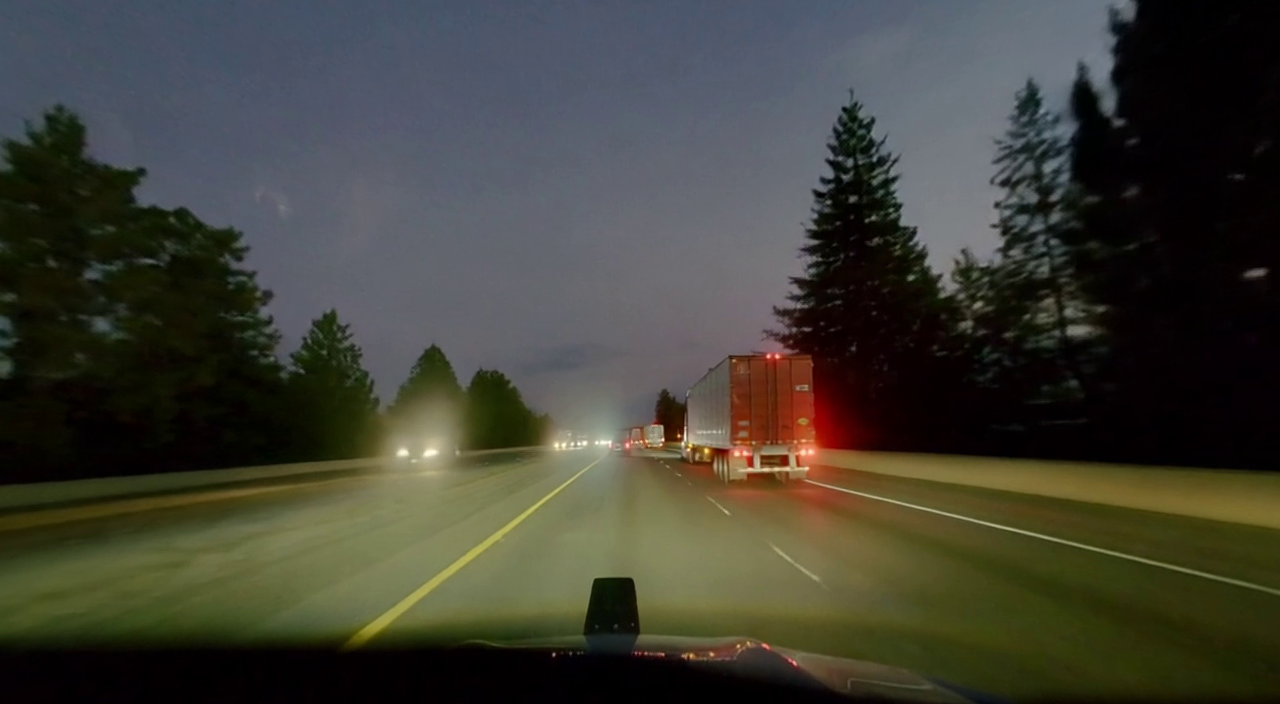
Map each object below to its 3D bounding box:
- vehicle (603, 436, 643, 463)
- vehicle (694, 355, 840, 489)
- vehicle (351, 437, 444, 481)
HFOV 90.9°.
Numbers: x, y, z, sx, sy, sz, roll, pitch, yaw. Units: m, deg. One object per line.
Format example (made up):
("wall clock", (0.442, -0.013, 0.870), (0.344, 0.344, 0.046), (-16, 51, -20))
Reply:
("vehicle", (-1.003, 5.734, 37.259), (2.259, 1.466, 3.693), (0, -8, -1))
("vehicle", (3.695, 2.371, 20.814), (2.921, 3.526, 8.207), (0, -8, -1))
("vehicle", (-9.728, 4.277, 25.742), (1.990, 1.588, 4.607), (0, -8, -1))
